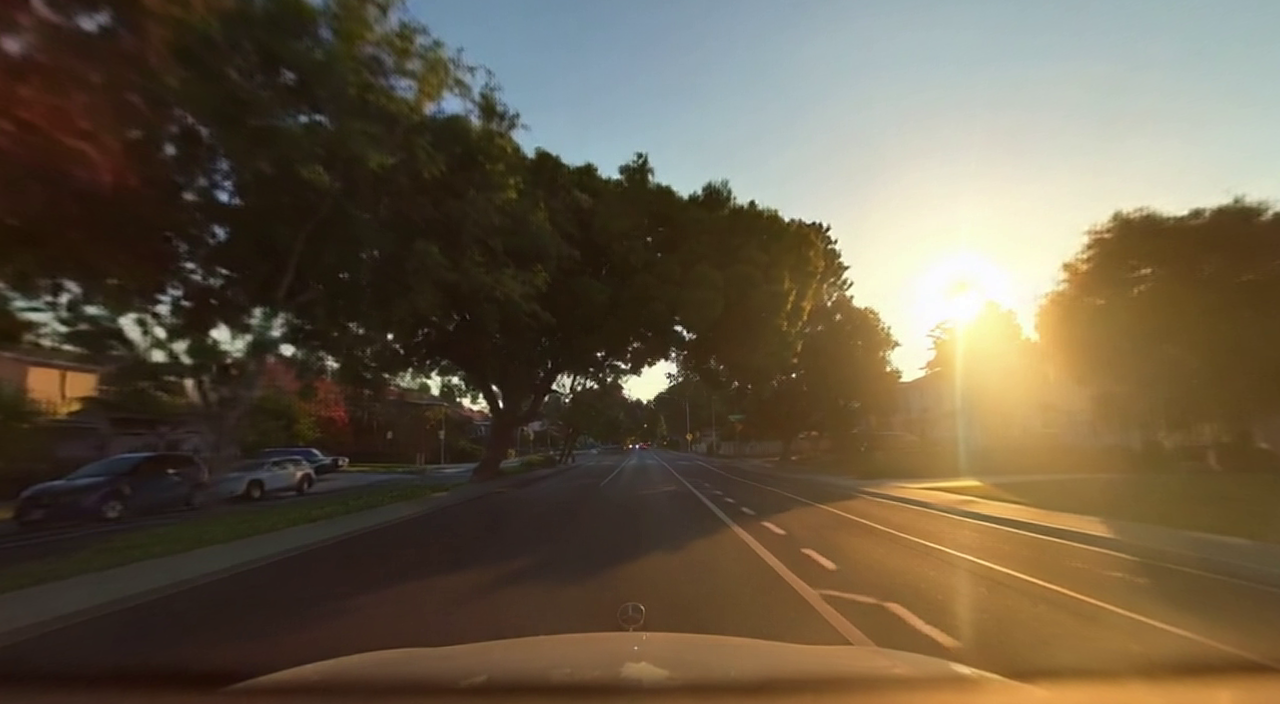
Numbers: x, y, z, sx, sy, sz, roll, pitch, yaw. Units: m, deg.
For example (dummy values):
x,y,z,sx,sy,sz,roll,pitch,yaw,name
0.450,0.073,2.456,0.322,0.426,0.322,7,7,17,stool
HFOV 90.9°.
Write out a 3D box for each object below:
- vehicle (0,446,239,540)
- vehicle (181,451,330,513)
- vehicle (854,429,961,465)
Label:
x,y,z,sx,sy,sz,roll,pitch,yaw,name
-11.814,3.067,14.515,2.023,1.629,4.822,-2,-7,-1,vehicle
-11.745,3.937,19.668,1.888,1.439,4.351,-2,-6,1,vehicle
14.075,5.015,33.433,4.907,1.693,2.081,0,-7,13,vehicle
